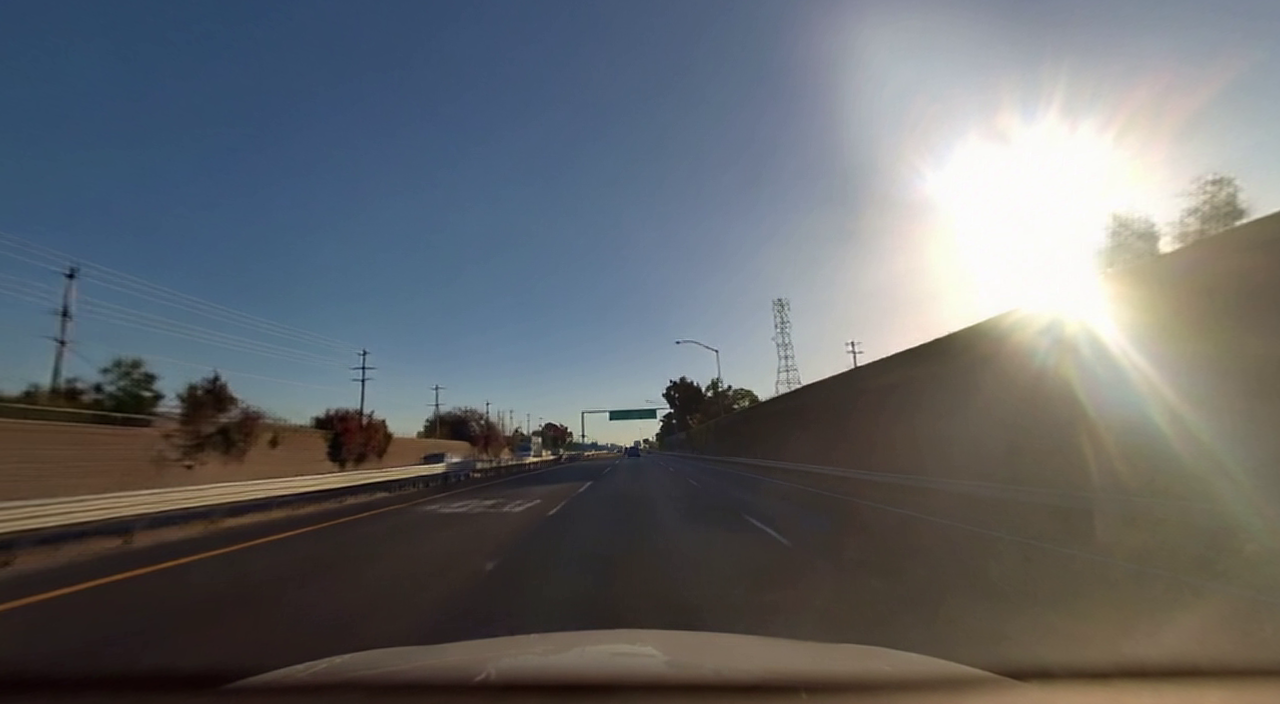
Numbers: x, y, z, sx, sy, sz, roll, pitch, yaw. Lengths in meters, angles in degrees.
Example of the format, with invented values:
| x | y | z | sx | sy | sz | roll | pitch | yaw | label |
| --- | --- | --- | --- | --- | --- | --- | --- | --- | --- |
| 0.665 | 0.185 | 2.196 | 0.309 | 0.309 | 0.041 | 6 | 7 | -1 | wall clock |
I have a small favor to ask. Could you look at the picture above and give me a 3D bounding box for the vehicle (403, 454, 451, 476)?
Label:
| x | y | z | sx | sy | sz | roll | pitch | yaw | label |
| --- | --- | --- | --- | --- | --- | --- | --- | --- | --- |
| -16.027 | 8.529 | 47.657 | 1.952 | 1.496 | 4.769 | 0 | -9 | 0 | vehicle |
